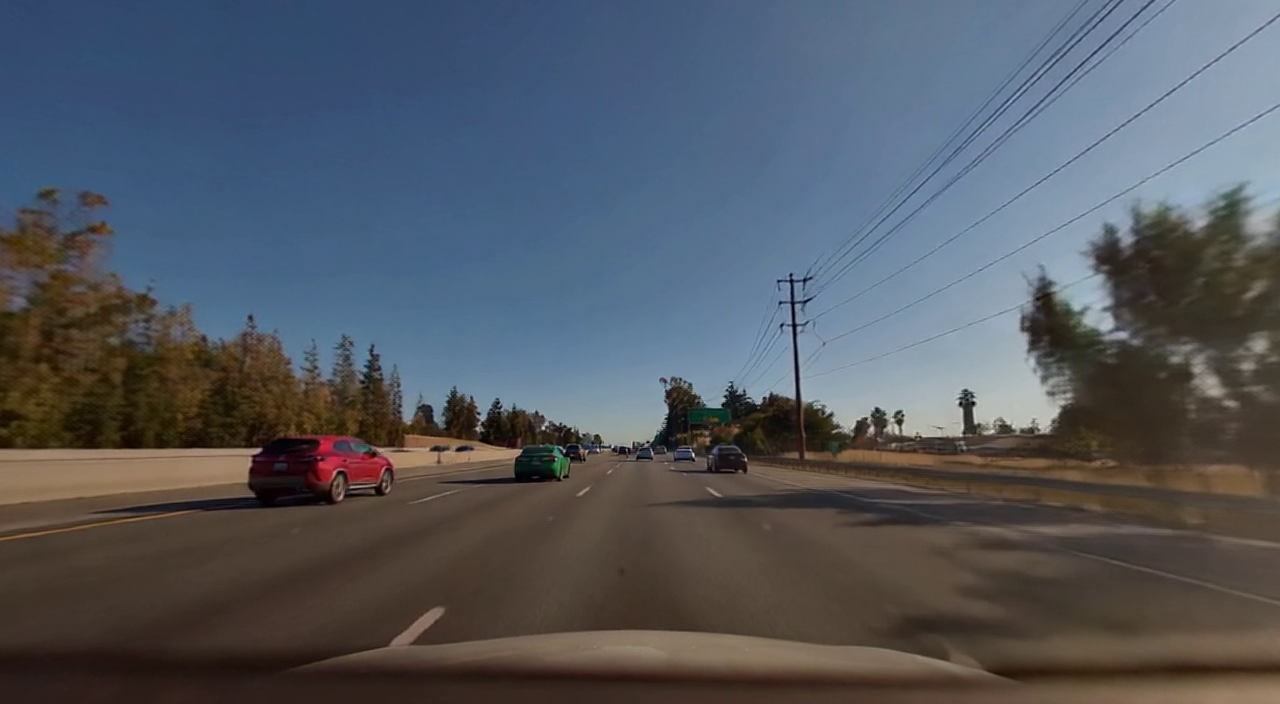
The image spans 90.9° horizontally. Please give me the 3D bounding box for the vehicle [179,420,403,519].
[{"bbox_3d":[-7.388,2.535,14.150,2.162,1.805,4.853,0,-8,1],"label":"vehicle"}]

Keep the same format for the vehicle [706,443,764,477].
[{"bbox_3d":[4.330,5.006,29.533,1.964,1.479,4.252,0,-8,-1],"label":"vehicle"}]

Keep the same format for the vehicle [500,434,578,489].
[{"bbox_3d":[-3.379,3.737,21.886,1.961,1.704,4.052,0,-8,1],"label":"vehicle"}]
